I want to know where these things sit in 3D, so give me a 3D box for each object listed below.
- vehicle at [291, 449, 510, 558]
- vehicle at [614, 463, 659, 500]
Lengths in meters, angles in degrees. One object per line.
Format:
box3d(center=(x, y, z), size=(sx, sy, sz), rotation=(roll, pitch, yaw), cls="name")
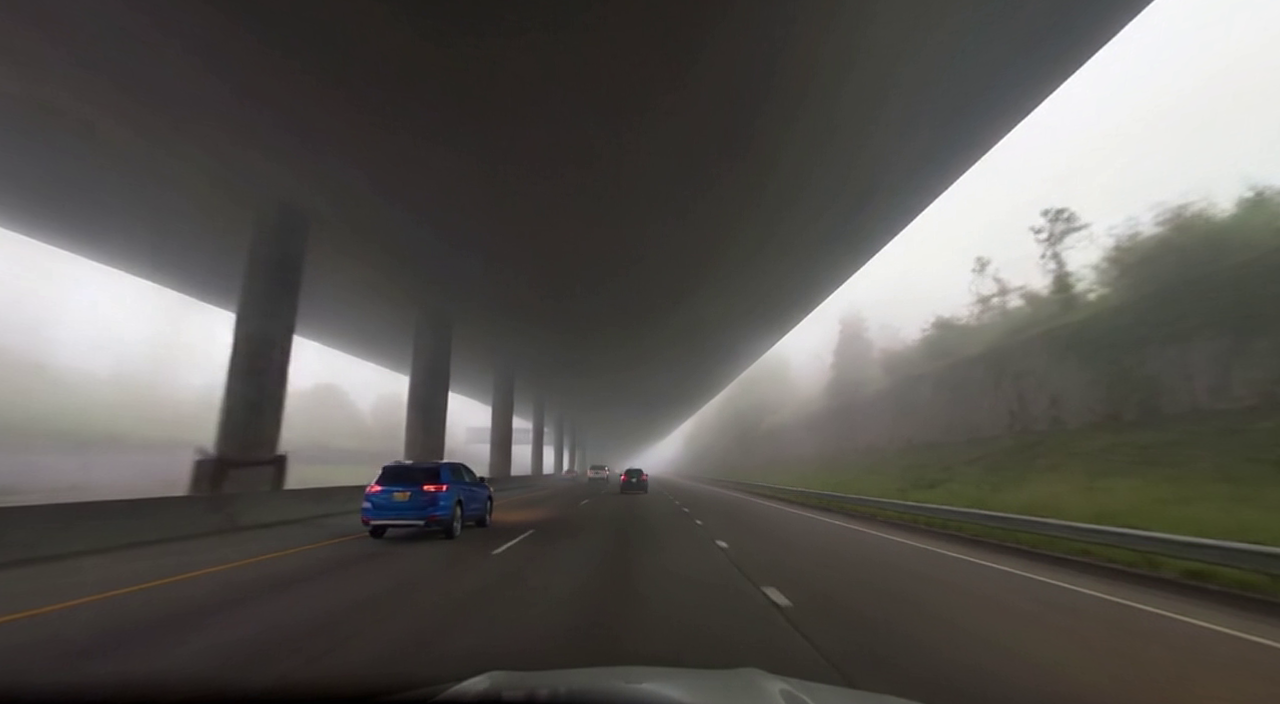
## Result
box3d(center=(-3.962, 2.637, 11.519), size=(2.102, 1.521, 4.687), rotation=(1, -11, 1), cls="vehicle")
box3d(center=(-0.185, 6.026, 29.481), size=(1.992, 1.601, 3.762), rotation=(1, -11, -1), cls="vehicle")
